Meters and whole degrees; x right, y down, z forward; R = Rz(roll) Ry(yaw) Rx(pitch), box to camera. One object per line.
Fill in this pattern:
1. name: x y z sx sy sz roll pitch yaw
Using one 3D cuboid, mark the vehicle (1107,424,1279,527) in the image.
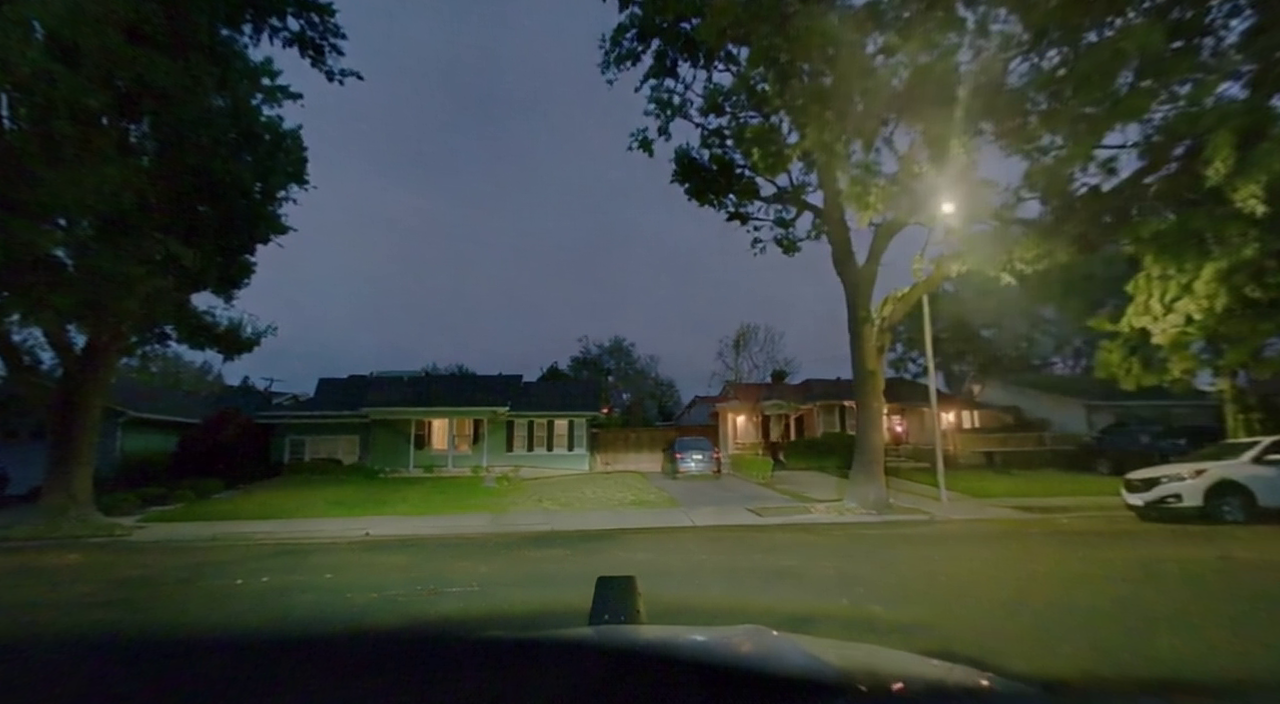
1. vehicle: 11.253 2.099 10.942 4.658 1.615 1.894 0 -8 0
